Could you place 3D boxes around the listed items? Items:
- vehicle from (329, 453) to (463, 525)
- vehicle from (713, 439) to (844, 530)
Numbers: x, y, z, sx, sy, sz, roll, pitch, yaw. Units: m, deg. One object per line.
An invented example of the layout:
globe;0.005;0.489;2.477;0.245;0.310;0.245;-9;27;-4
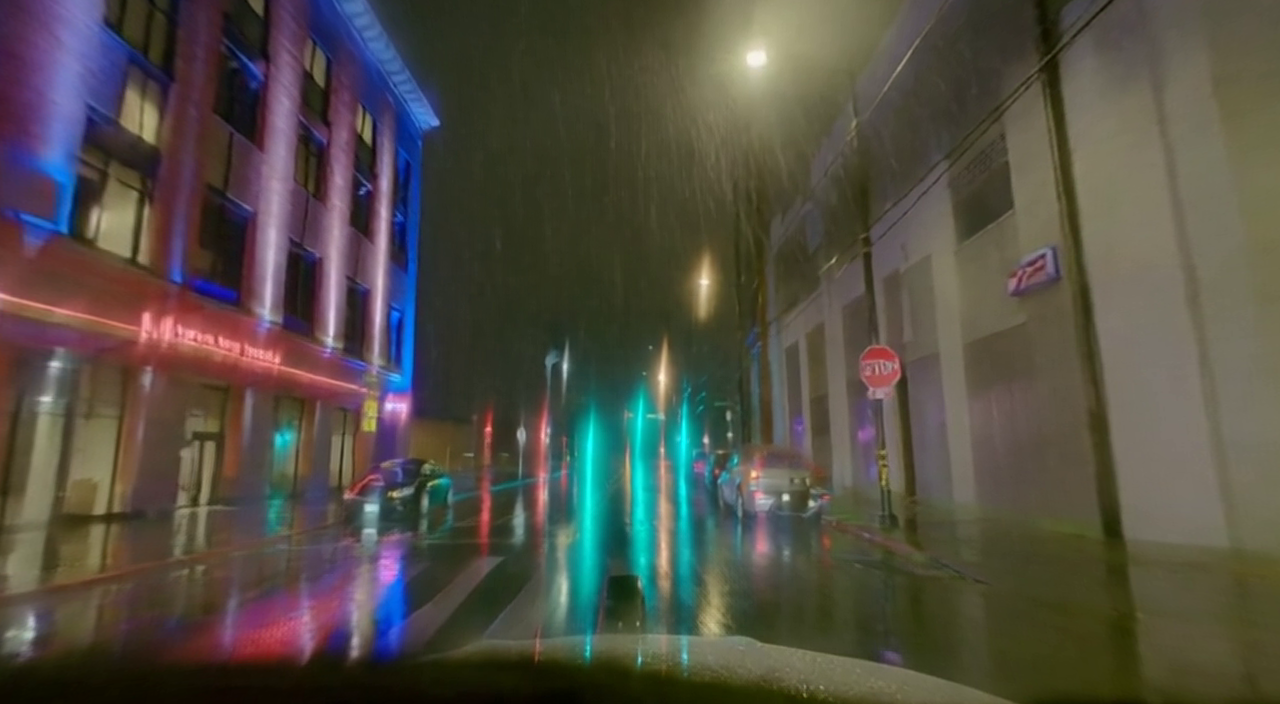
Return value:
vehicle;-5.733;3.219;15.405;1.864;1.447;3.887;0;-8;-3
vehicle;2.880;2.828;14.218;1.917;1.680;4.500;0;-8;0
